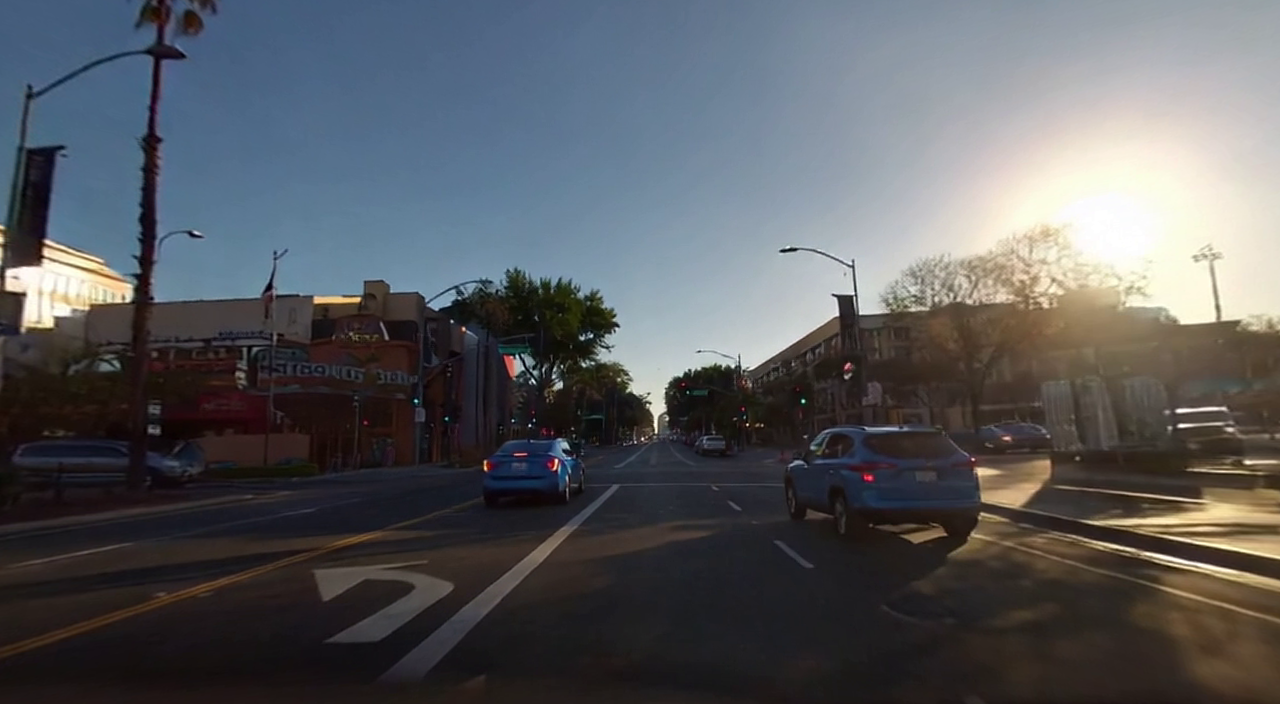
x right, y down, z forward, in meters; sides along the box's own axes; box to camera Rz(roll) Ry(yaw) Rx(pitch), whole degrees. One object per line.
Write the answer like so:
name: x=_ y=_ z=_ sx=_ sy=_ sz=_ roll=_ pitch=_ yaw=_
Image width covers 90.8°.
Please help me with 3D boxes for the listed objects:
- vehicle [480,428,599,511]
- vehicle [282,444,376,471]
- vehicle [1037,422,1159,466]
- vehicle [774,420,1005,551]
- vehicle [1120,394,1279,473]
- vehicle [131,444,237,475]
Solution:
vehicle: x=-2.185 y=2.727 z=15.113 sx=2.063 sy=1.664 sz=4.471 roll=0 pitch=-8 yaw=1
vehicle: x=-19.390 y=6.571 z=39.542 sx=4.834 sy=1.589 sz=1.907 roll=1 pitch=-8 yaw=-6
vehicle: x=17.649 y=3.547 z=24.342 sx=4.322 sy=1.568 sz=1.918 roll=4 pitch=-10 yaw=-27
vehicle: x=3.662 y=2.038 z=10.329 sx=1.983 sy=1.654 sz=4.354 roll=0 pitch=-8 yaw=0
vehicle: x=16.683 y=2.424 z=18.489 sx=5.652 sy=1.992 sz=2.202 roll=5 pitch=-10 yaw=-32
vehicle: x=-27.541 y=6.483 z=38.289 sx=4.683 sy=1.748 sz=2.076 roll=0 pitch=-8 yaw=-3
